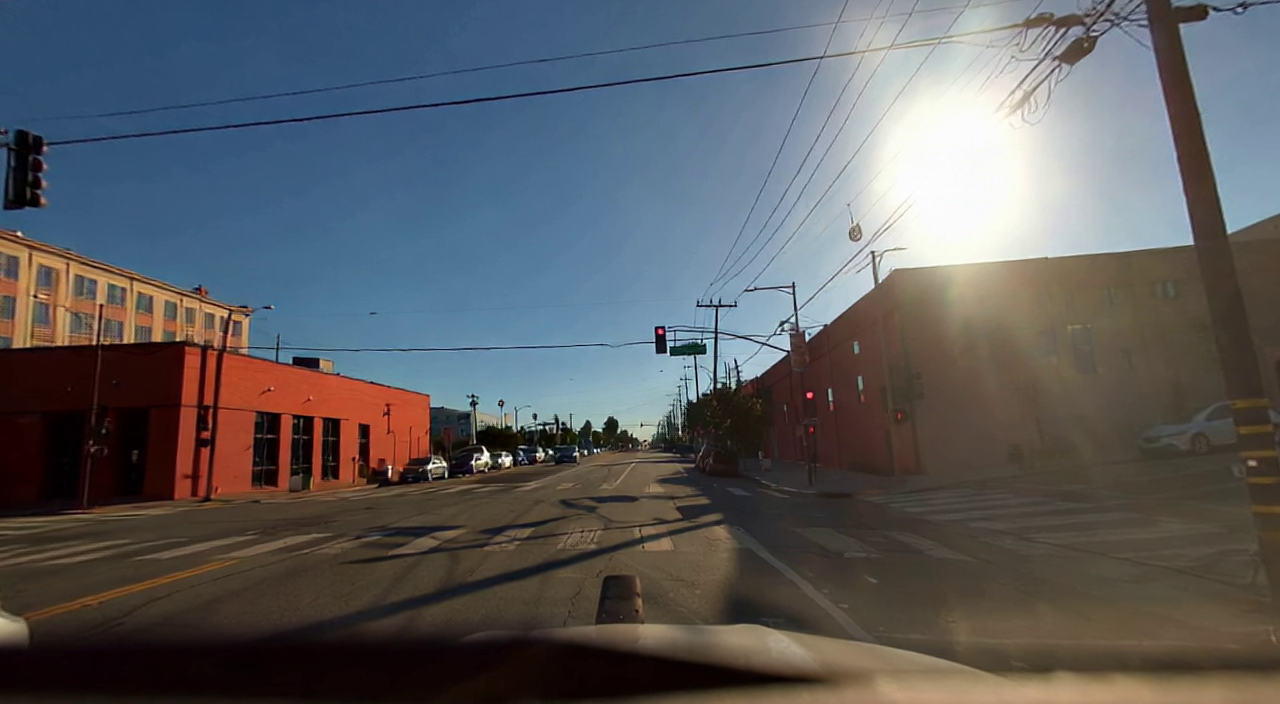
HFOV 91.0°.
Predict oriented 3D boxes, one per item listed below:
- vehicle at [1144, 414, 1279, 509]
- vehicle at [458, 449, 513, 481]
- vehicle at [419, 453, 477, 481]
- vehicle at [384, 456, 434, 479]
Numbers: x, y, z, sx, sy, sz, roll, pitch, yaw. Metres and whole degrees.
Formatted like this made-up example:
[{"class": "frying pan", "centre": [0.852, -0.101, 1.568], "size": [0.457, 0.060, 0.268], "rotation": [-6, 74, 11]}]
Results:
[{"class": "vehicle", "centre": [12.599, 2.175, 12.632], "size": [3.234, 1.746, 1.941], "rotation": [0, -9, 0]}, {"class": "vehicle", "centre": [-8.710, 6.394, 35.822], "size": [2.020, 1.672, 3.842], "rotation": [0, -9, 3]}, {"class": "vehicle", "centre": [-11.894, 7.133, 39.349], "size": [1.943, 1.574, 4.727], "rotation": [0, -9, 3]}, {"class": "vehicle", "centre": [-16.657, 8.342, 45.597], "size": [1.843, 1.494, 4.109], "rotation": [0, -9, 3]}]
